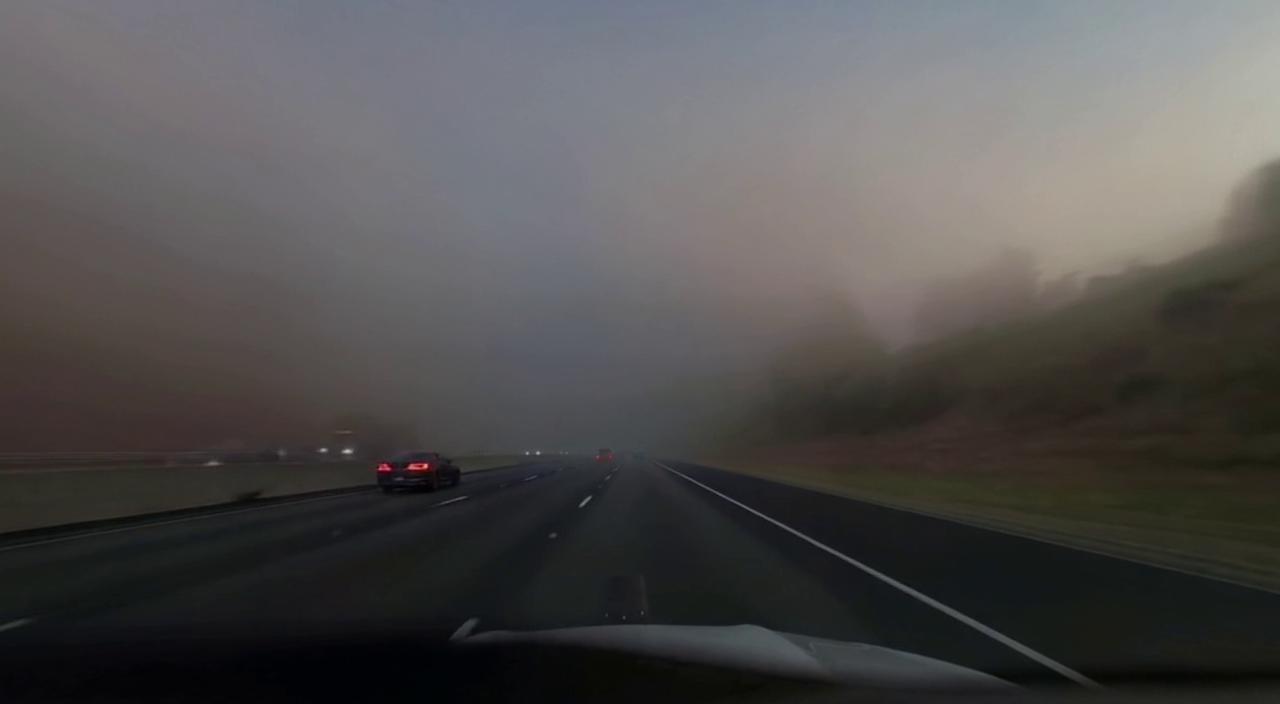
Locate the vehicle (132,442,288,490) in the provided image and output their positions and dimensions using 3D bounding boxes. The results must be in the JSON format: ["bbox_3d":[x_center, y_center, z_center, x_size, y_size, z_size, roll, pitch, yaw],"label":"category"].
[{"bbox_3d":[-14.921,3.973,22.305,2.236,1.495,4.689,0,-9,0],"label":"vehicle"}]

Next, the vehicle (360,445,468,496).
[{"bbox_3d":[-7.255,3.828,20.731,1.966,1.476,4.240,0,-9,0],"label":"vehicle"}]
